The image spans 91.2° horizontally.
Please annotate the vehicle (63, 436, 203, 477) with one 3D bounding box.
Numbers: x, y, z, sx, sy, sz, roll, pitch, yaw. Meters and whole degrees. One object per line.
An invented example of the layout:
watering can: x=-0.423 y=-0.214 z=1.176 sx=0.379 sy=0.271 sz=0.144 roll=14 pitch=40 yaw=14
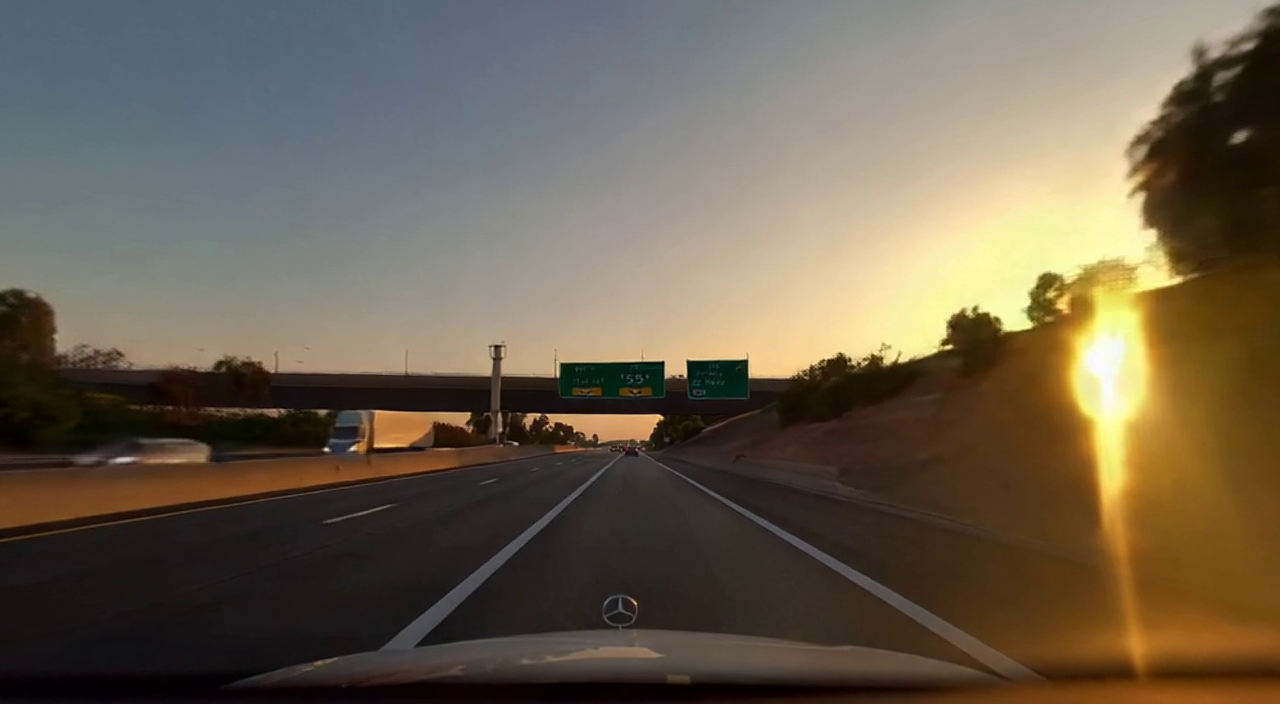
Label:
vehicle: x=-21.180 y=4.366 z=26.475 sx=2.086 sy=1.558 sz=4.458 roll=0 pitch=-8 yaw=1
